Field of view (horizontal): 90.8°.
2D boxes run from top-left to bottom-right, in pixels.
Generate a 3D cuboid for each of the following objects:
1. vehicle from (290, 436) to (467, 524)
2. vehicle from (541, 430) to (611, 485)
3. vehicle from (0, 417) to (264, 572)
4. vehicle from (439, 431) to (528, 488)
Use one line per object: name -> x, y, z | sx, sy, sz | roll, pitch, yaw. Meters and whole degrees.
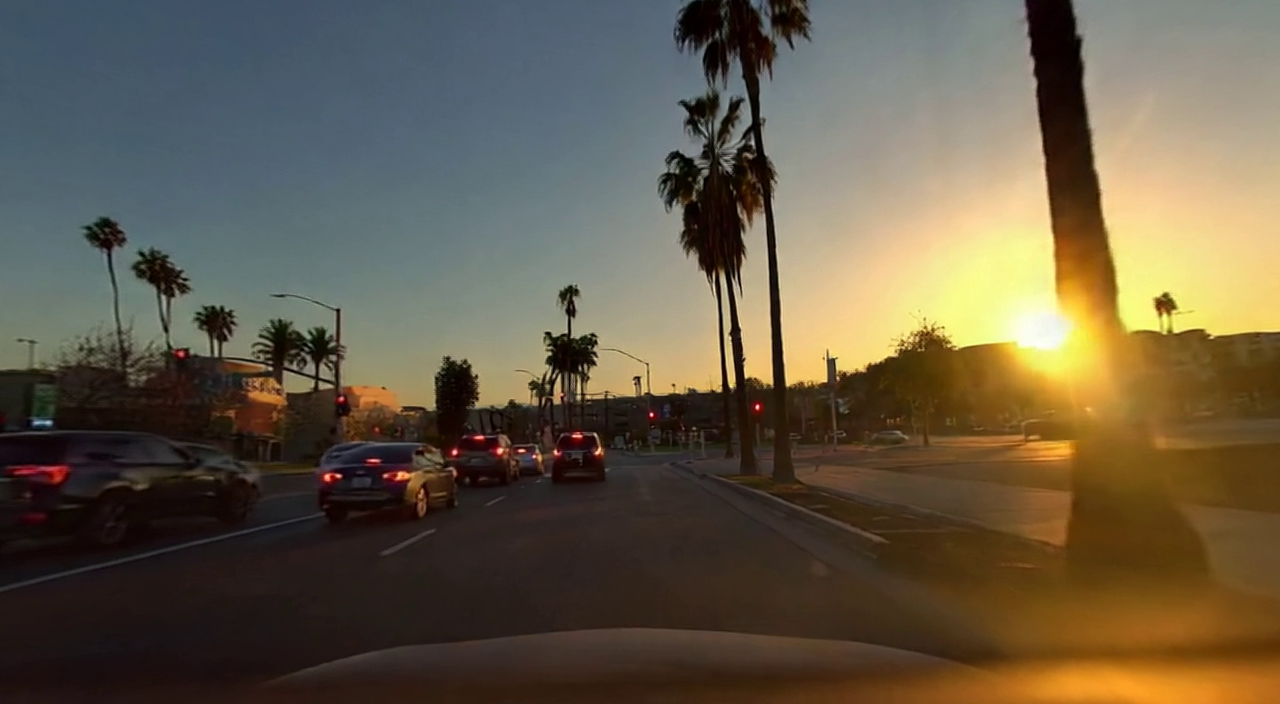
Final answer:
vehicle -> -5.361, 2.677, 13.799 | 1.885, 1.567, 4.775 | 0, -9, -1
vehicle -> -2.176, 3.770, 22.708 | 2.153, 1.759, 4.320 | 0, -9, -2
vehicle -> -8.673, 2.120, 10.219 | 2.178, 1.864, 5.005 | 0, -9, -1
vehicle -> -5.543, 3.885, 23.062 | 2.025, 1.862, 4.804 | 0, -9, 0
